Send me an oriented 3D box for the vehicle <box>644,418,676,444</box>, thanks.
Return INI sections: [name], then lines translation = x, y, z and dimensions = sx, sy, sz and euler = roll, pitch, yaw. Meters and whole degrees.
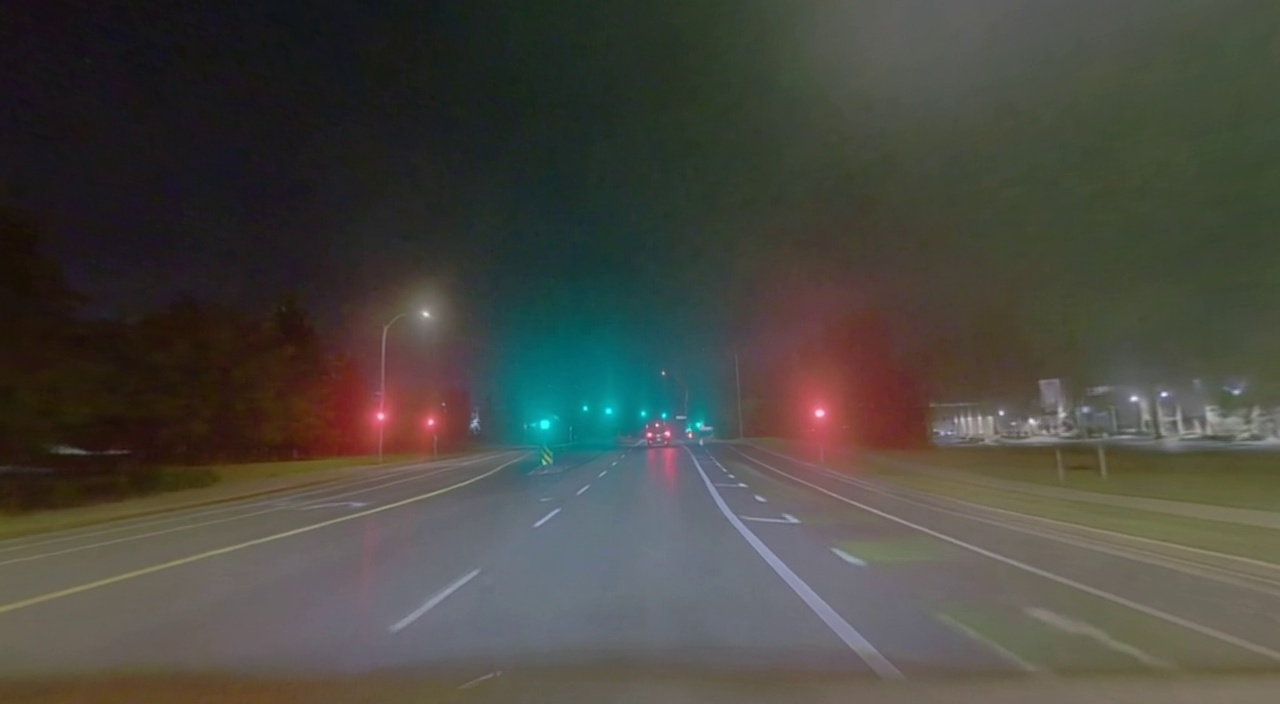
[vehicle]
translation = 1.541, 6.287, 49.880
dimensions = 2.371, 1.926, 5.099
euler = 0, -8, 0
